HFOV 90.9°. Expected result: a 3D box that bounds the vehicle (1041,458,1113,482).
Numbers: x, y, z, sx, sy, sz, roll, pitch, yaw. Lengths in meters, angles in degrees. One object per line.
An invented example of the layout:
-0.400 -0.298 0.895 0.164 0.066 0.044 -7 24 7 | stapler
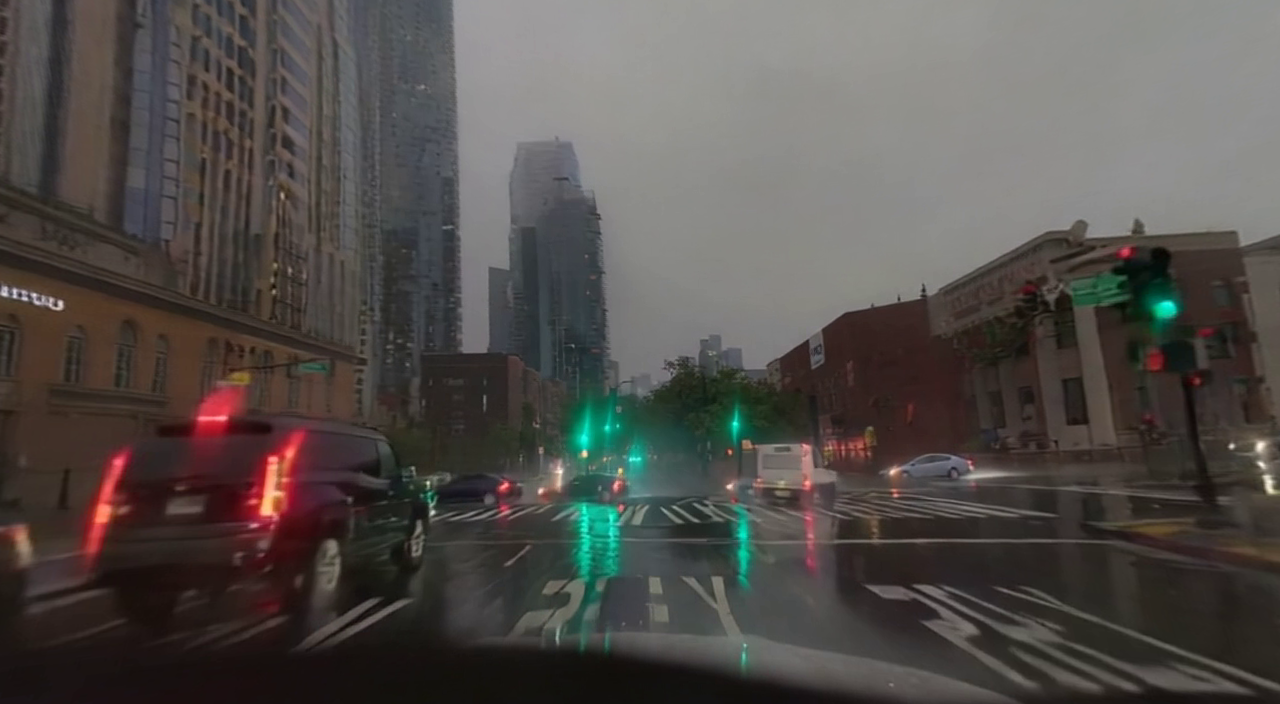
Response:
29.570 8.000 42.744 3.522 1.546 1.721 0 -9 -1 | vehicle

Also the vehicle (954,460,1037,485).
23.846 8.101 42.411 4.418 1.556 1.814 0 -9 1 | vehicle

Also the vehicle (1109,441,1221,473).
28.165 5.639 33.914 4.291 1.606 1.859 0 -9 0 | vehicle

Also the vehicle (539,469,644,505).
-2.349 6.546 30.877 4.766 1.502 1.891 5 -10 -29 | vehicle

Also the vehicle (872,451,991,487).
14.027 5.621 30.529 4.749 1.624 1.926 0 -9 -1 | vehicle

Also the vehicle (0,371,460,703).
-3.497 1.351 5.745 2.316 1.769 4.871 0 -9 -1 | vehicle

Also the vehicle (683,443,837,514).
3.654 3.556 18.428 2.328 1.746 5.072 -7 -11 37 | vehicle
